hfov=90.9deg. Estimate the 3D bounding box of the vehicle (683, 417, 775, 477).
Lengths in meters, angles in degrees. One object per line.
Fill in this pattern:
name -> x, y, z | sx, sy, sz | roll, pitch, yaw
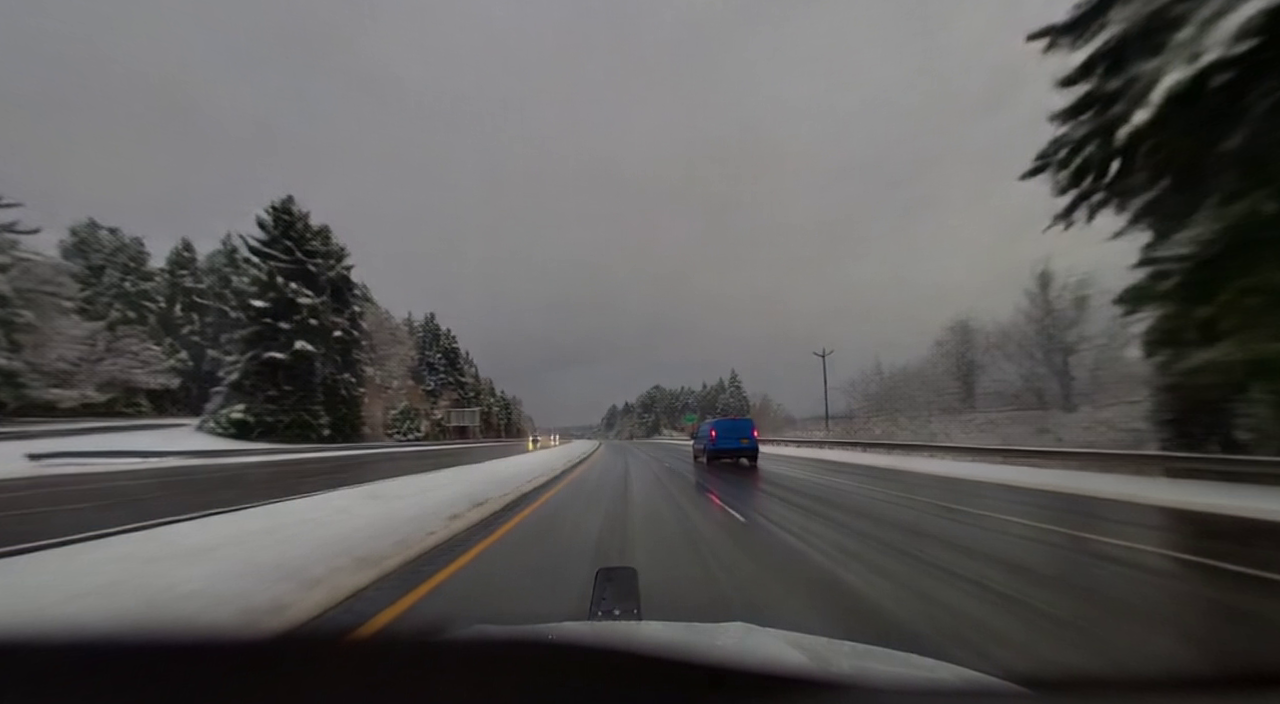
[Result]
vehicle -> 2.842, 3.152, 21.261 | 2.240, 1.801, 4.545 | 0, -8, -3
